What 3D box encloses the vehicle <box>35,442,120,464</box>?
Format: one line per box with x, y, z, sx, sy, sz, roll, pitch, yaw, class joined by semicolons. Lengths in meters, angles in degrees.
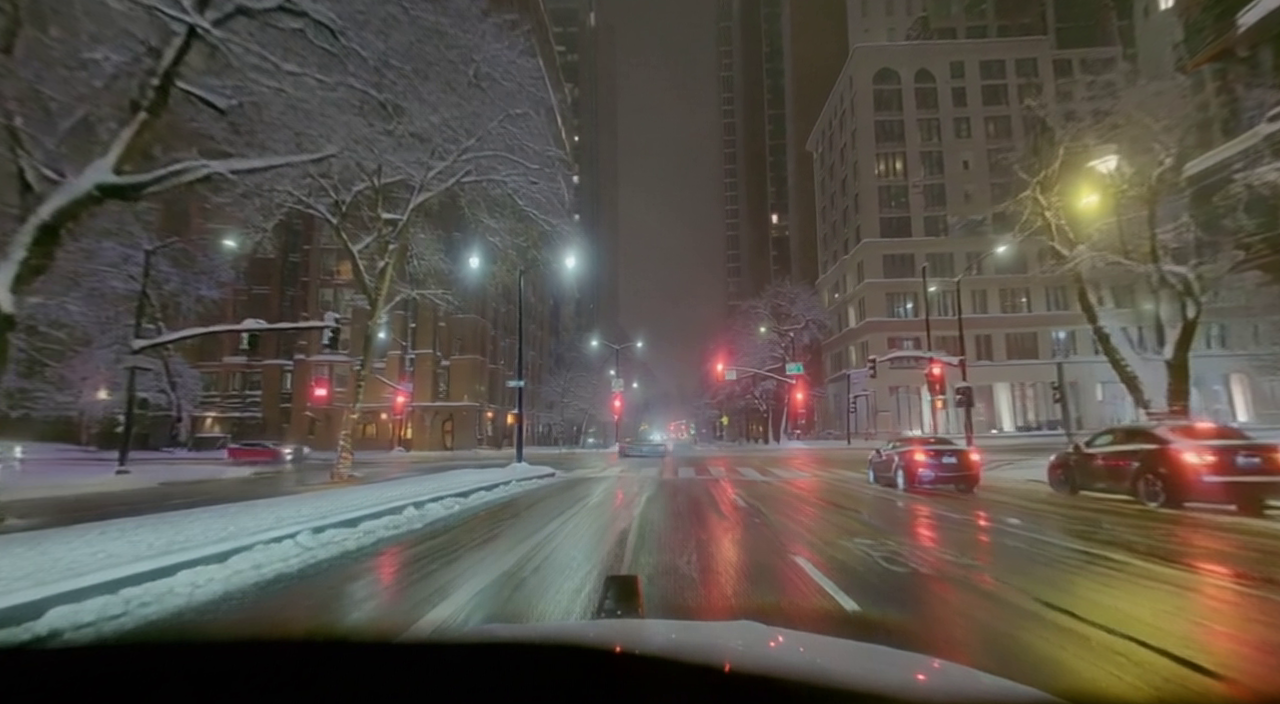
-40.408;7.253;45.429;4.379;1.444;1.781;0;-8;0;vehicle

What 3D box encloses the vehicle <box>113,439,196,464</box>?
-34.873;7.128;45.471;4.326;1.700;1.946;0;-8;-1;vehicle

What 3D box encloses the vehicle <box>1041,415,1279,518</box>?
11.366;2.403;13.767;2.027;1.810;4.854;0;-8;0;vehicle

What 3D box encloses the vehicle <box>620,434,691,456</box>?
1.050;6.395;43.264;4.762;1.420;1.814;0;-8;0;vehicle

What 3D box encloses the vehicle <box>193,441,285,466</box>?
-25.024;6.323;39.530;4.503;1.475;1.789;0;-8;-1;vehicle

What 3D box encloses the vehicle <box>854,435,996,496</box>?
8.011;3.223;18.359;1.936;1.489;4.885;0;-8;1;vehicle

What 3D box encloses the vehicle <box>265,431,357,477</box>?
-15.352;4.718;29.408;4.779;1.910;2.125;-8;-11;41;vehicle
